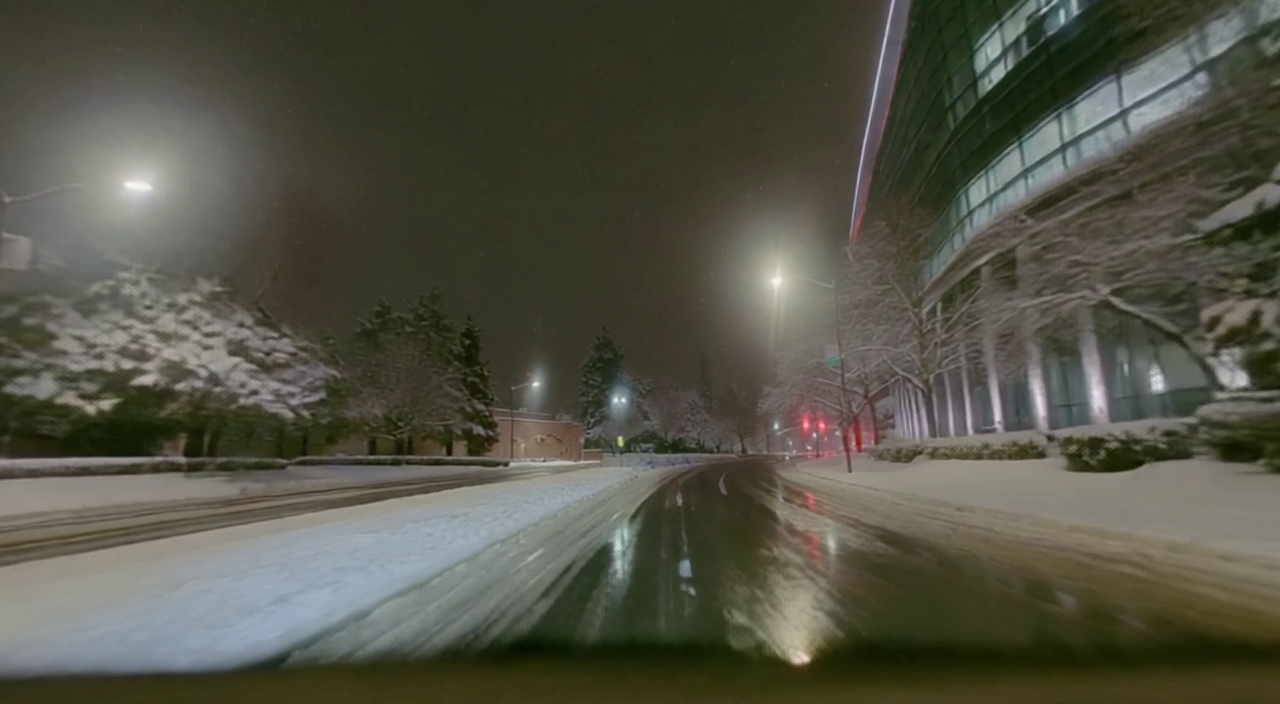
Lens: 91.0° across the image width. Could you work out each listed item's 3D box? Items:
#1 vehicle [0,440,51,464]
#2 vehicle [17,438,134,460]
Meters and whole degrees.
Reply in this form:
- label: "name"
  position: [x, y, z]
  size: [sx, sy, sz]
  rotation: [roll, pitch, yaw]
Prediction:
- label: "vehicle"
  position: [-43.126, 6.803, 42.756]
  size: [4.097, 1.583, 1.995]
  rotation: [0, -9, -1]
- label: "vehicle"
  position: [-42.963, 7.362, 48.022]
  size: [6.548, 1.284, 2.581]
  rotation: [-3, -7, 0]
